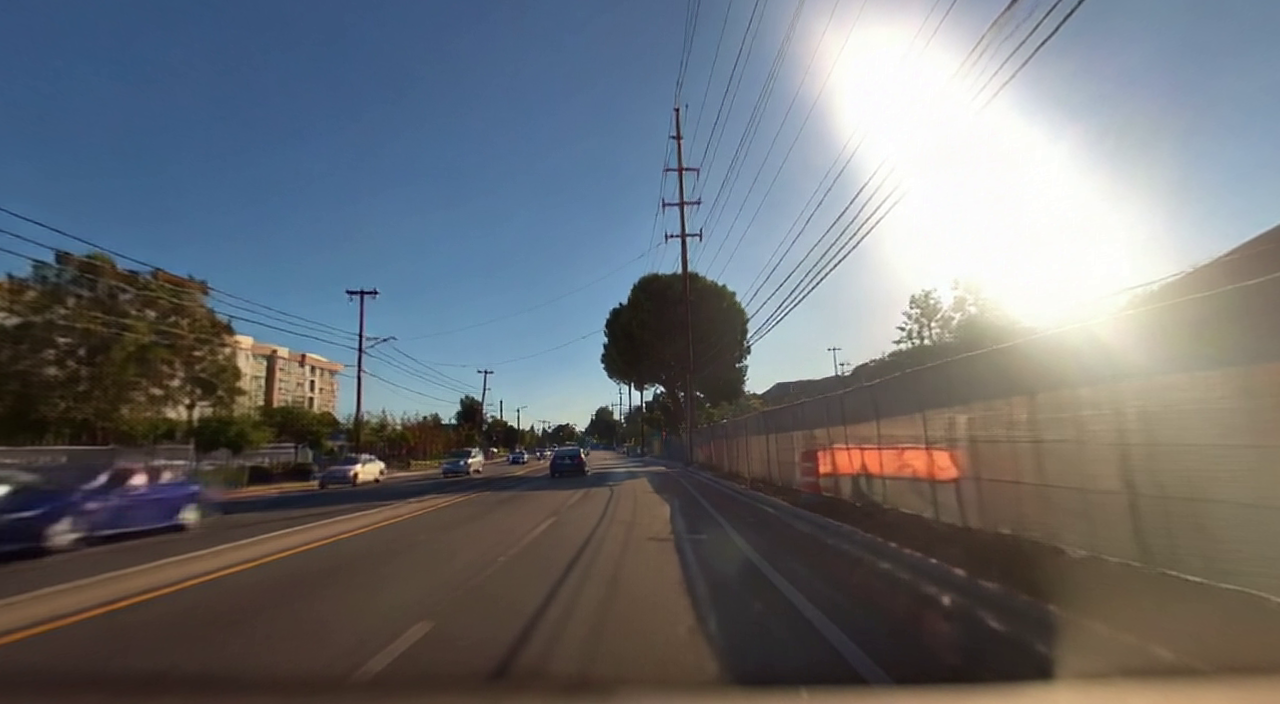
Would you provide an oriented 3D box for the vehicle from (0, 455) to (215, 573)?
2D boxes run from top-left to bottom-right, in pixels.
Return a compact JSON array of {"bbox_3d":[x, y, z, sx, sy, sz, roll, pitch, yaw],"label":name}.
[{"bbox_3d":[-9.756,2.554,10.626,2.007,1.520,4.466,0,-9,0],"label":"vehicle"}]

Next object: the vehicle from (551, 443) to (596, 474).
[{"bbox_3d":[-3.528,5.729,34.066,1.992,1.515,4.289,1,-9,-1],"label":"vehicle"}]

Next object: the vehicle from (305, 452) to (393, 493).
[{"bbox_3d":[-13.375,5.527,29.276,1.942,1.660,4.595,1,-9,-1],"label":"vehicle"}]

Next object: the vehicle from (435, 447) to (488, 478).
[{"bbox_3d":[-10.557,6.518,37.493,1.954,1.690,4.080,1,-9,-1],"label":"vehicle"}]
